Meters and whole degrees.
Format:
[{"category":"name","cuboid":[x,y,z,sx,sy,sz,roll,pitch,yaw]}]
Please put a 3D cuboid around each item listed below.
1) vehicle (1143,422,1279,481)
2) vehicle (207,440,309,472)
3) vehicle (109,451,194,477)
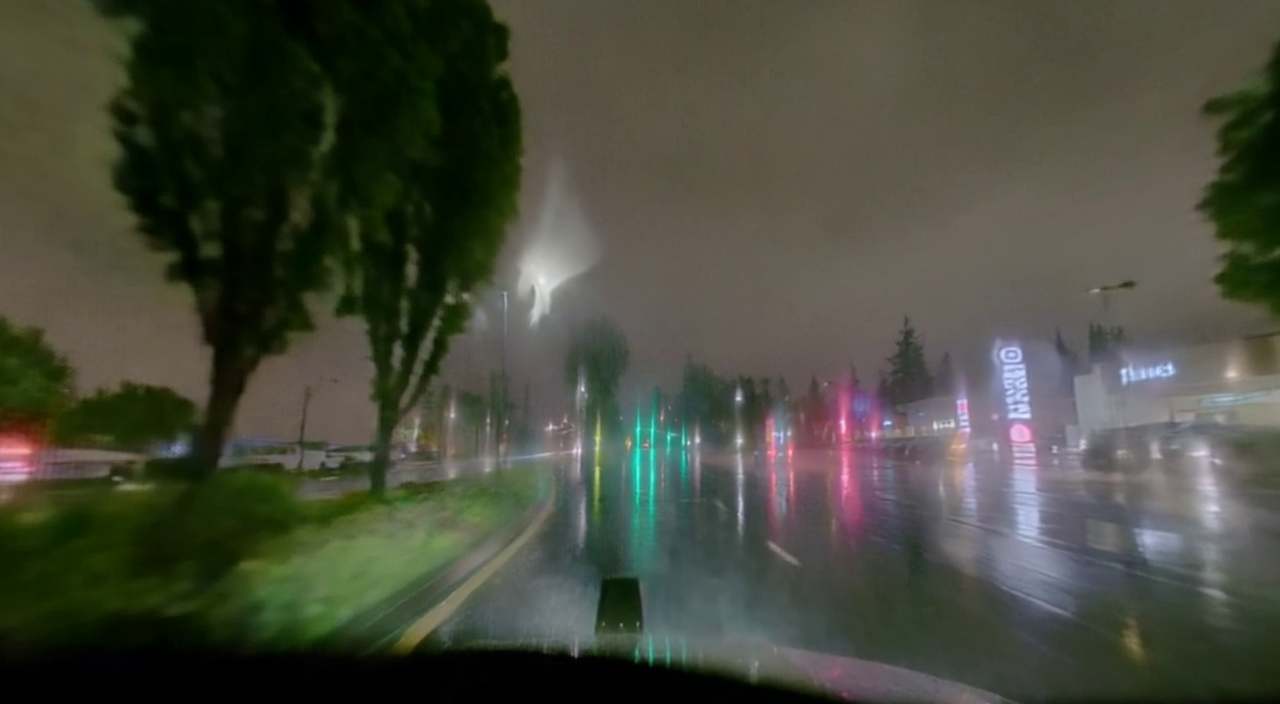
[{"category":"vehicle","cuboid":[20.142,3.248,20.697,5.392,1.820,2.247,0,-9,-1]},{"category":"vehicle","cuboid":[-25.465,6.937,42.218,5.442,1.851,2.152,-3,-9,1]},{"category":"vehicle","cuboid":[-31.274,7.128,40.611,1.863,1.525,4.518,0,-9,0]}]
